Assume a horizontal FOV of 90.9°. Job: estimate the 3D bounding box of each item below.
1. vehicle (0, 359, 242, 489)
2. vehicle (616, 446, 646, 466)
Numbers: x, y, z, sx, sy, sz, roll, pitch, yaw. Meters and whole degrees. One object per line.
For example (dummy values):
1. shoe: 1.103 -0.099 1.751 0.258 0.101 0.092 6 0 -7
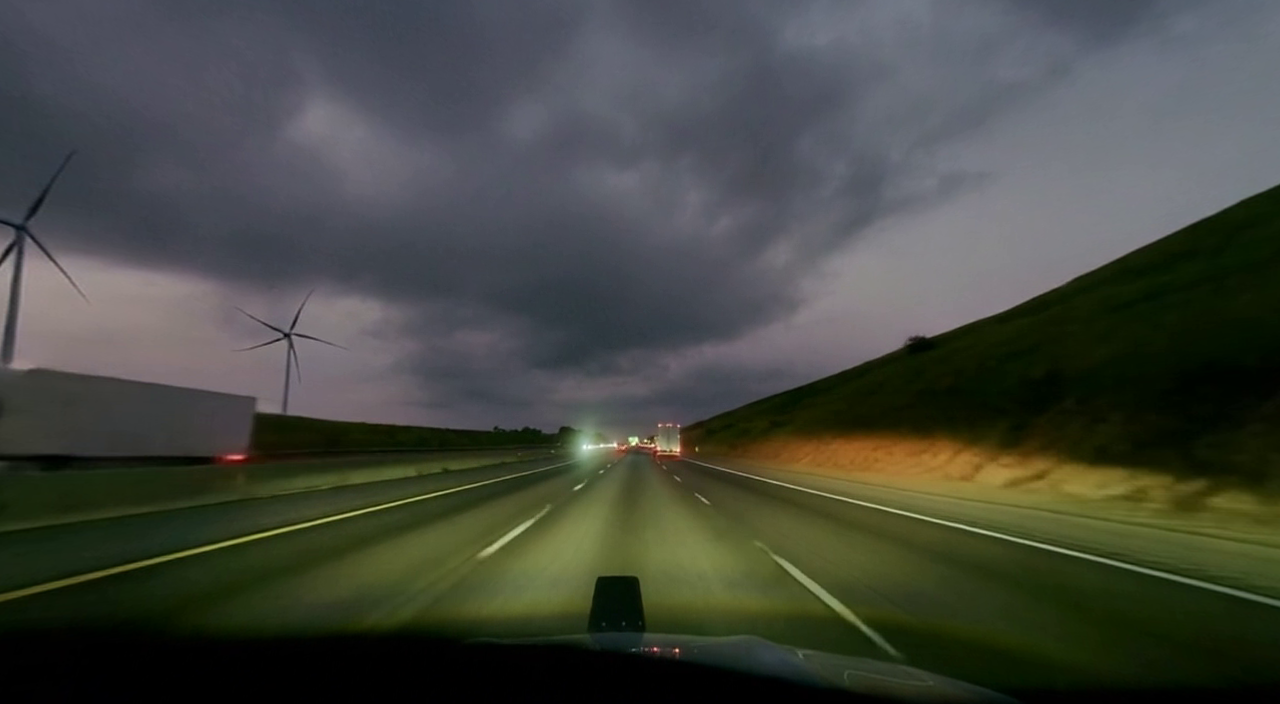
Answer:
1. vehicle: -19.216 2.548 20.863 3.132 3.540 13.884 0 -9 0
2. vehicle: -0.679 7.986 48.563 2.209 1.453 3.695 0 -9 -1
